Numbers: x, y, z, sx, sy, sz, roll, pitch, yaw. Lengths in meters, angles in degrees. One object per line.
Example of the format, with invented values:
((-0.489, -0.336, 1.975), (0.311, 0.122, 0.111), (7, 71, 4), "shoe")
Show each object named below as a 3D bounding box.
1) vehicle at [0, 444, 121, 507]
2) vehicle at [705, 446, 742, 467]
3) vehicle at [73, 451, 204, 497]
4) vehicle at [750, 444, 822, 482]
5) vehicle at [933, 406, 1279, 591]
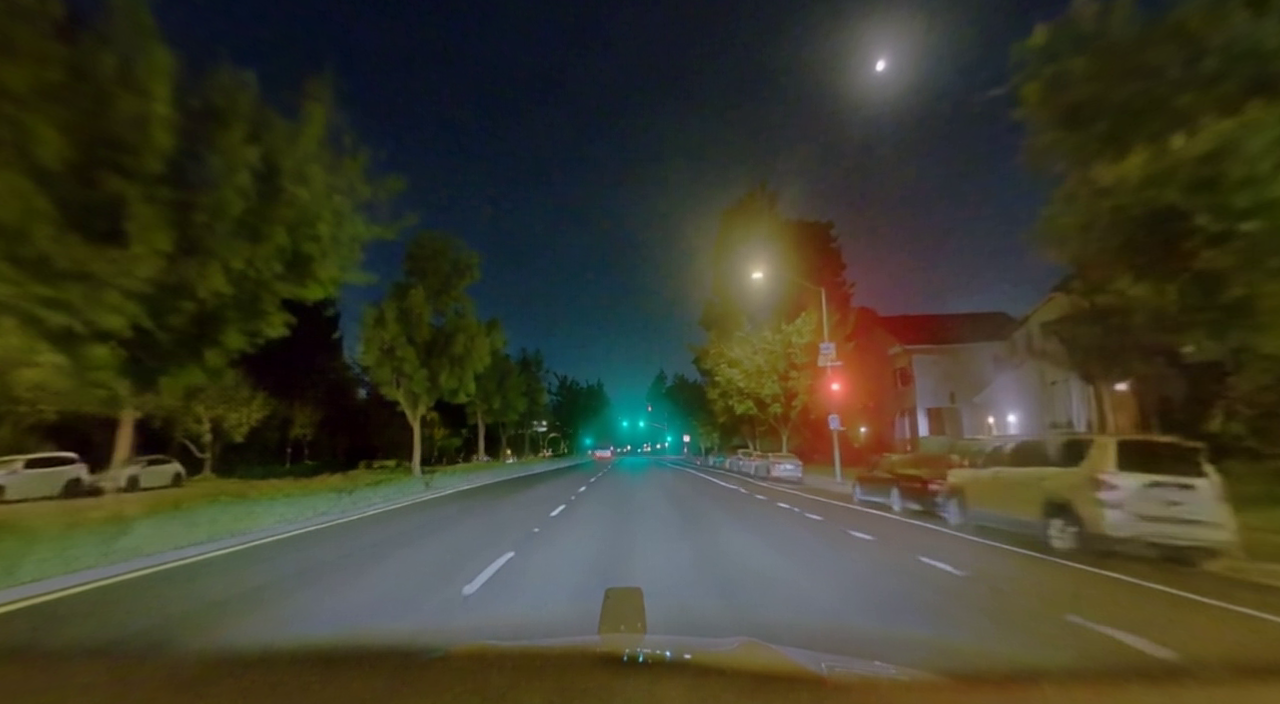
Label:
((-21.519, 4.234, 21.839), (2.196, 1.854, 5.677), (-1, -7, -1), "vehicle")
((6.094, 7.713, 46.463), (1.945, 1.481, 4.421), (1, -9, -3), "vehicle")
((-21.725, 5.248, 27.508), (1.965, 1.523, 4.798), (-1, -6, -2), "vehicle")
((6.336, 4.879, 27.866), (1.922, 1.494, 4.772), (0, -9, -2), "vehicle")
((6.417, 1.858, 8.884), (2.032, 1.844, 4.964), (0, -9, -1), "vehicle")
